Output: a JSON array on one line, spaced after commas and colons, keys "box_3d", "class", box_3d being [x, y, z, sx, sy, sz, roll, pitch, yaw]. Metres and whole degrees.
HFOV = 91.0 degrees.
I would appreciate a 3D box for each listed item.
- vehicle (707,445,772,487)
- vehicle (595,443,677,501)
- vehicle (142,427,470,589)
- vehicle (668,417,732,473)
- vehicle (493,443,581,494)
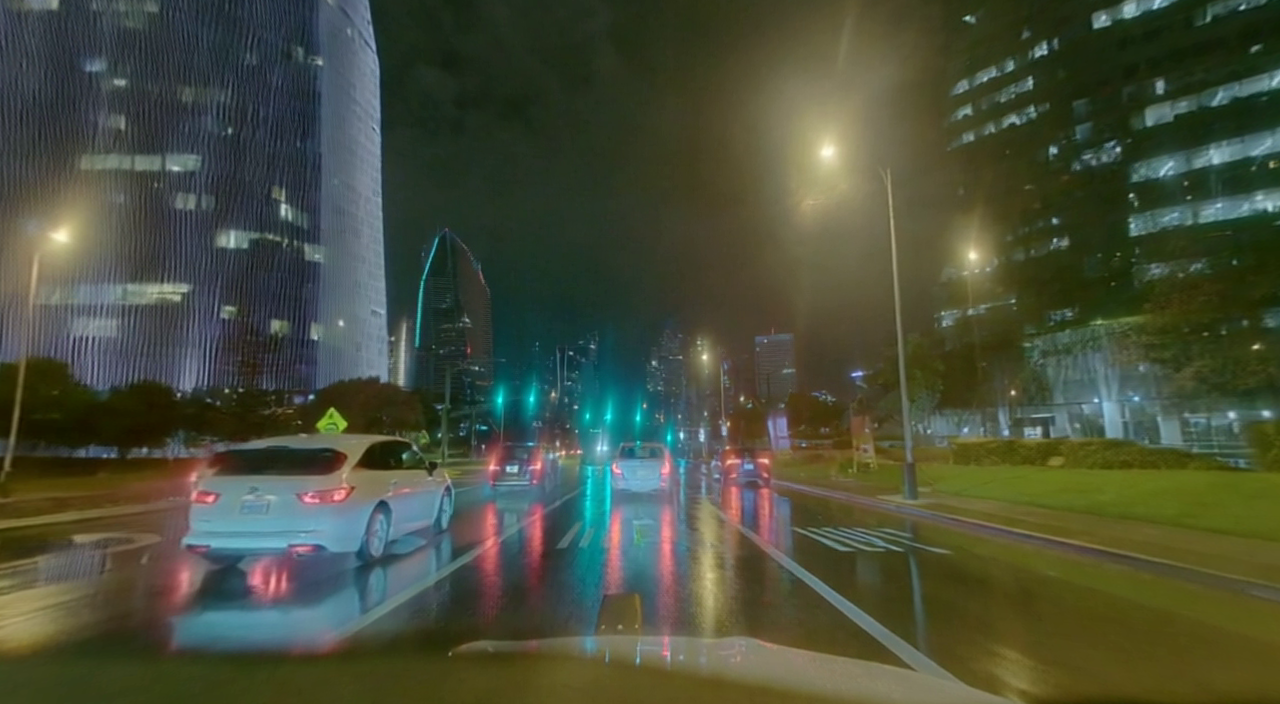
[{"box_3d": [3.931, 4.557, 25.544, 1.940, 1.514, 4.187, 0, -8, 0], "class": "vehicle"}, {"box_3d": [-0.069, 3.474, 18.766, 2.174, 1.509, 4.374, 0, -8, 1], "class": "vehicle"}, {"box_3d": [-3.740, 1.795, 8.119, 1.933, 1.520, 4.195, 0, -8, 0], "class": "vehicle"}, {"box_3d": [3.910, 6.528, 44.274, 3.074, 3.316, 12.953, 0, -8, -1], "class": "vehicle"}, {"box_3d": [-3.305, 3.818, 21.133, 2.044, 1.508, 4.479, 0, -8, 2], "class": "vehicle"}]
